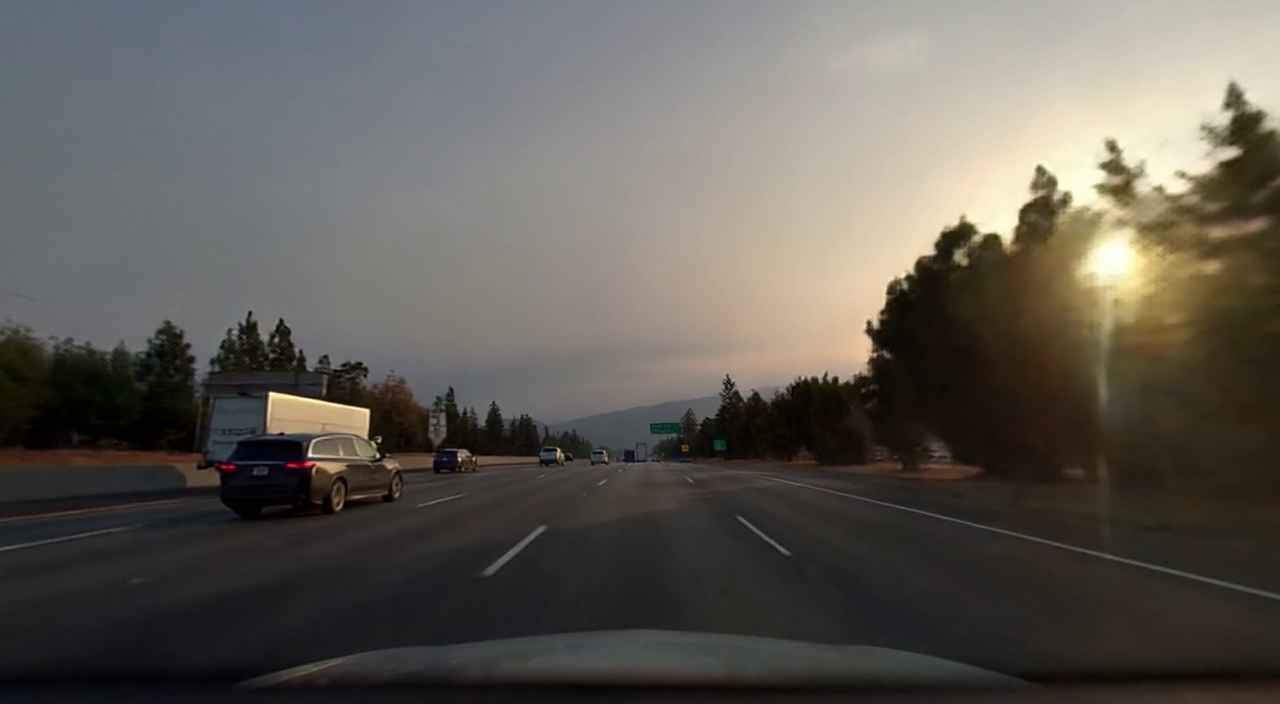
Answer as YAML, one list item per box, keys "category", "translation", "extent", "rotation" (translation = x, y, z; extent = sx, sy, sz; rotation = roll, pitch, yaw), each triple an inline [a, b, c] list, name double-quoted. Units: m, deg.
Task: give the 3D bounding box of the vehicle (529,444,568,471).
- category: "vehicle"
  translation: [-6.222, 7.215, 43.323]
  extent: [2.009, 1.735, 4.358]
  rotation: [0, -8, 0]

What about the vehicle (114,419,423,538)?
- category: "vehicle"
  translation: [-6.686, 2.368, 12.695]
  extent: [2.403, 1.773, 6.276]
  rotation: [0, -8, 0]

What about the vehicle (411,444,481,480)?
- category: "vehicle"
  translation: [-9.816, 5.558, 32.256]
  extent: [2.060, 1.662, 4.469]
  rotation: [0, -8, 1]
